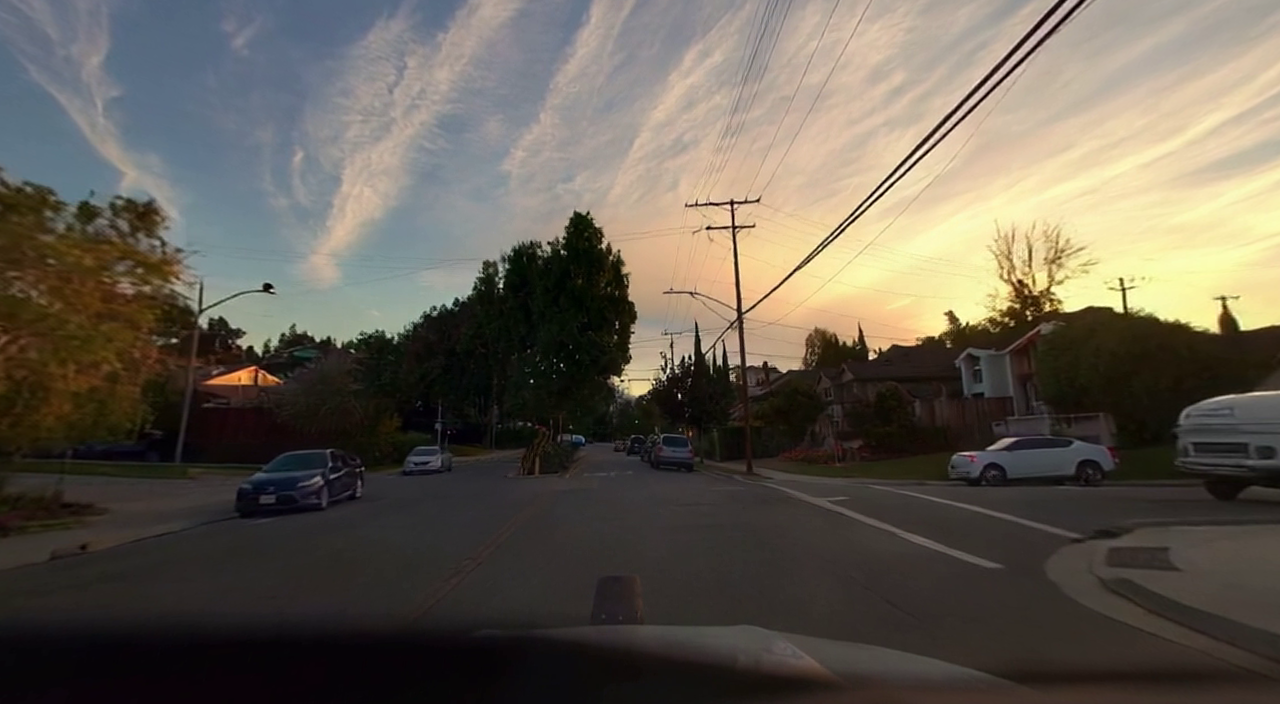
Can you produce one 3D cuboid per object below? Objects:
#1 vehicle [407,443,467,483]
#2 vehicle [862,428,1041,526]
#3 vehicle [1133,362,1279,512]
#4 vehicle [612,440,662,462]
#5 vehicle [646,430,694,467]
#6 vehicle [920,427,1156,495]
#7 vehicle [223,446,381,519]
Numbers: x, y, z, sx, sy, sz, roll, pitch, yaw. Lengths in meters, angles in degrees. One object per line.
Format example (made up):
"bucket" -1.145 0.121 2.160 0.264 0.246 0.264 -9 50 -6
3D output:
"vehicle" -8.378 4.472 25.798 2.033 1.477 4.626 3 -9 -21
"vehicle" 6.445 2.437 12.874 1.944 1.636 4.140 -8 -12 44
"vehicle" 18.893 2.170 16.218 10.500 3.344 2.906 1 -9 -7
"vehicle" -0.285 7.118 45.432 1.856 1.512 4.292 4 -10 -26
"vehicle" 1.669 5.734 37.678 2.173 1.992 5.891 1 -9 -4
"vehicle" 12.342 3.426 20.001 5.757 1.978 2.362 0 -9 3
"vehicle" -7.878 3.021 15.259 1.997 1.456 4.319 1 -9 -9
